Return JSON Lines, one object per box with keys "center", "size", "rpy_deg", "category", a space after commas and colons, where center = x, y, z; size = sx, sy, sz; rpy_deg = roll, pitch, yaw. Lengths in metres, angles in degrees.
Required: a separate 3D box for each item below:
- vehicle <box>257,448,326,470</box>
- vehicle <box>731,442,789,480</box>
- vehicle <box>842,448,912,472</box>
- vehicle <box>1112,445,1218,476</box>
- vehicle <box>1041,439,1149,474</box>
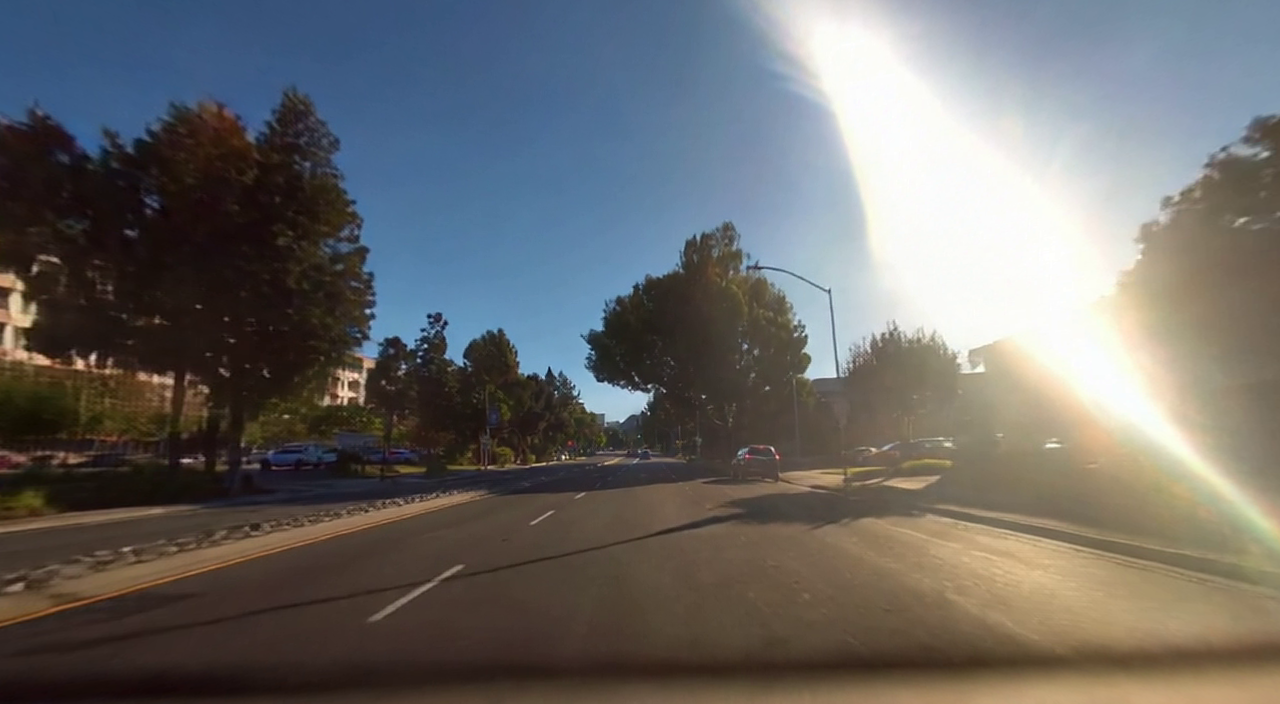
{"center": [-26.271, 8.051, 47.391], "size": [4.048, 1.601, 1.845], "rpy_deg": [0, -9, -2], "category": "vehicle"}
{"center": [7.145, 6.559, 38.108], "size": [2.365, 2.138, 5.499], "rpy_deg": [0, -8, -1], "category": "vehicle"}
{"center": [17.488, 7.986, 46.456], "size": [4.421, 1.535, 1.869], "rpy_deg": [-2, -7, 1], "category": "vehicle"}
{"center": [32.308, 6.689, 38.748], "size": [4.608, 1.638, 2.017], "rpy_deg": [-3, -10, 0], "category": "vehicle"}
{"center": [32.181, 7.388, 44.538], "size": [5.753, 2.022, 2.104], "rpy_deg": [-3, -8, 3], "category": "vehicle"}
